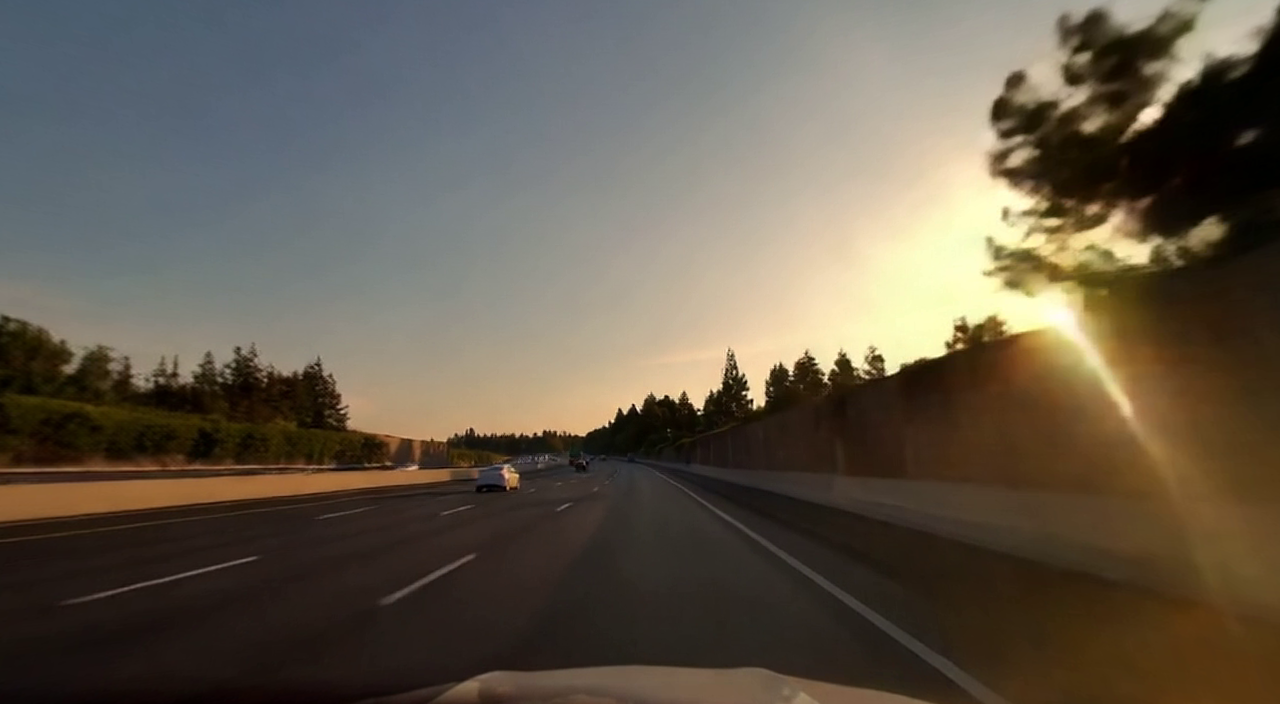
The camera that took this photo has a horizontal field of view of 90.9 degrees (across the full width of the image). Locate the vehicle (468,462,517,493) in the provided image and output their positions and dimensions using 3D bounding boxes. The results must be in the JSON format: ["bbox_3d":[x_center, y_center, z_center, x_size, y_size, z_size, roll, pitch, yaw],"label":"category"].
[{"bbox_3d":[-7.794,6.680,33.659,1.742,1.494,3.795,-1,-10,-1],"label":"vehicle"}]
